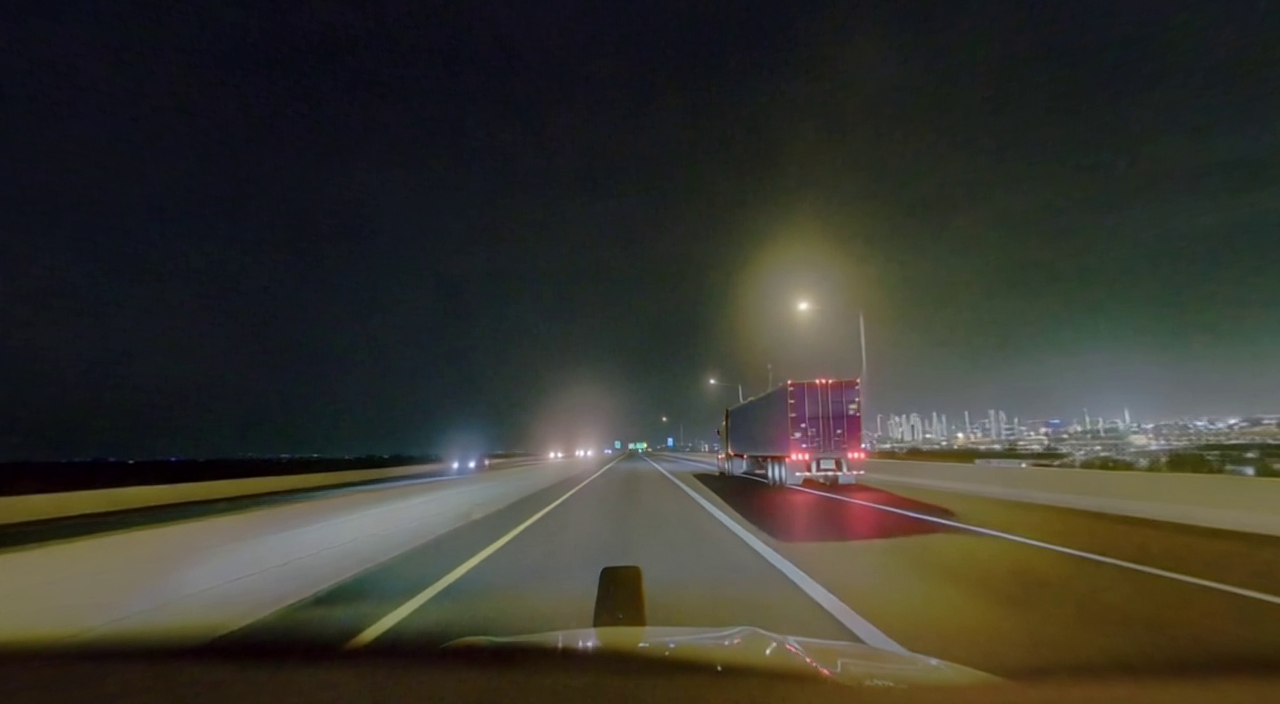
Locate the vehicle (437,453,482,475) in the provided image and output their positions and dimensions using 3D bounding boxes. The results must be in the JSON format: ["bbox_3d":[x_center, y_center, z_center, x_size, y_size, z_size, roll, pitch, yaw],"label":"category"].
[{"bbox_3d":[-12.969,8.073,45.592,1.959,1.465,4.601,0,-9,-1],"label":"vehicle"}]
